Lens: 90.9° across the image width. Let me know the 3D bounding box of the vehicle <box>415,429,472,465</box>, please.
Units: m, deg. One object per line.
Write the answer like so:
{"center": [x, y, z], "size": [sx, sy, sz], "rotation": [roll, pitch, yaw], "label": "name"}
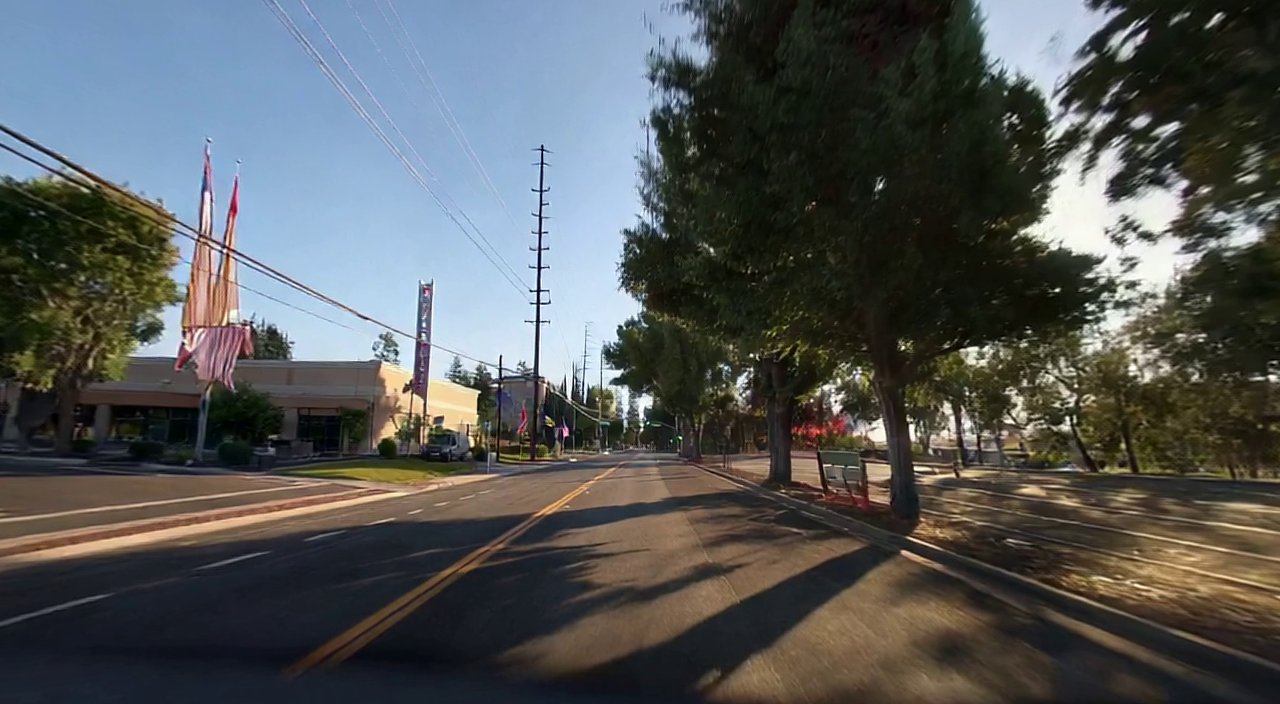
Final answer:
{"center": [-13.067, 6.356, 42.262], "size": [2.476, 2.256, 5.686], "rotation": [0, -8, -5], "label": "vehicle"}
